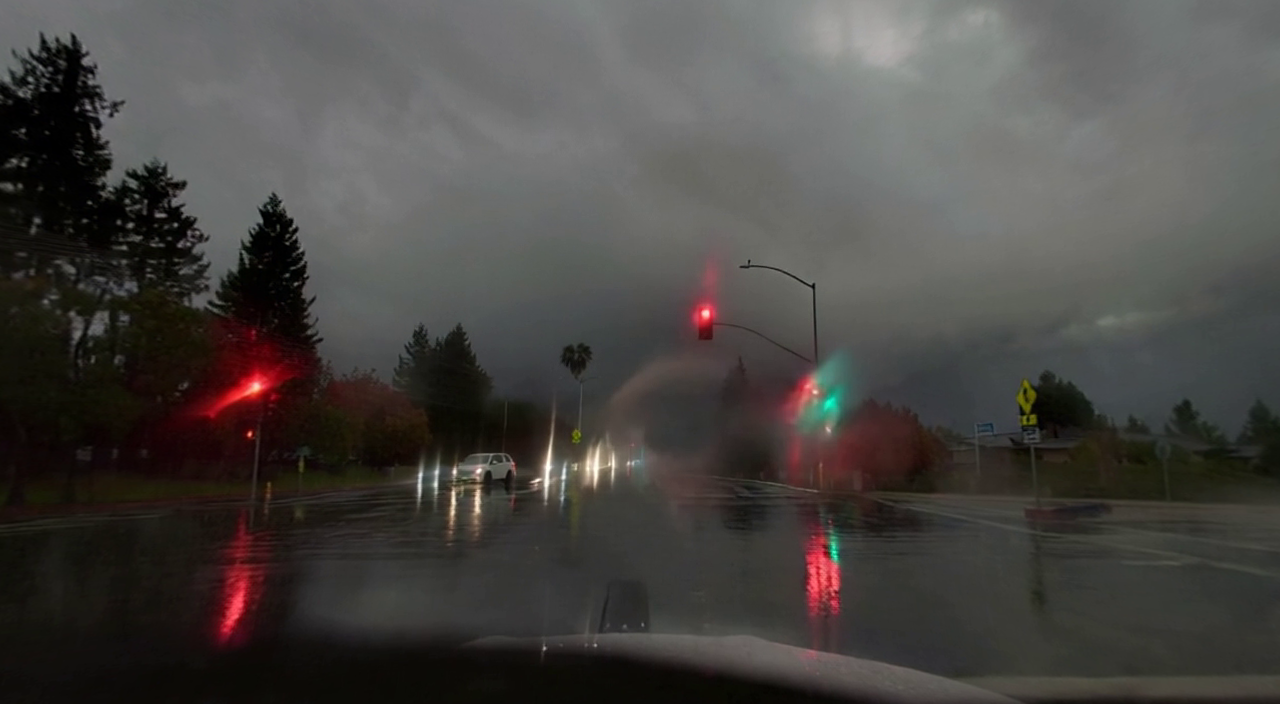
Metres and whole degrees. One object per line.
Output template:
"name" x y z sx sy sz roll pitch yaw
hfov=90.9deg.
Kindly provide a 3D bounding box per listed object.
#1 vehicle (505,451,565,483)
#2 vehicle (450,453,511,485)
"vehicle" -5.243 5.804 32.156 2.107 1.456 4.728 0 -8 2
"vehicle" -8.041 5.913 32.178 1.960 1.433 4.213 0 -8 1
